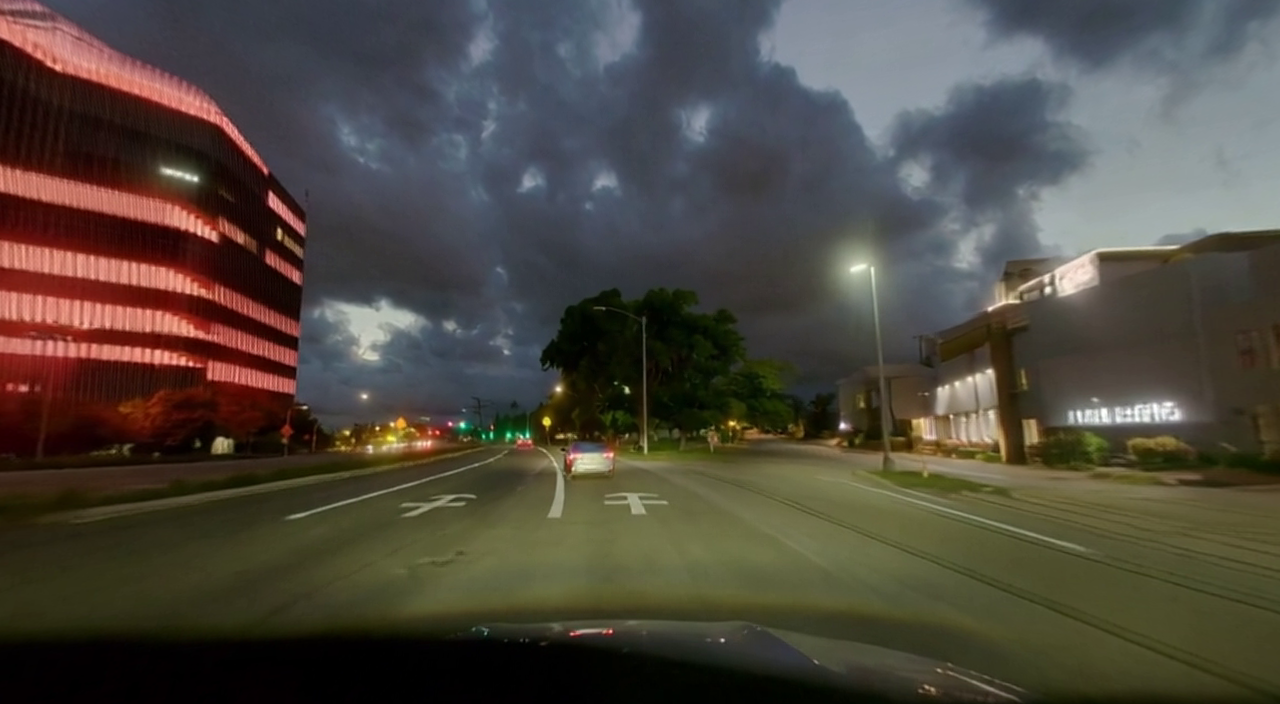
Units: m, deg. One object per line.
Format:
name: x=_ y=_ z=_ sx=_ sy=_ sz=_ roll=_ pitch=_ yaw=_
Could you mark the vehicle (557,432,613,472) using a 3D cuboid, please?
vehicle: x=-2.512 y=4.360 z=27.739 sx=2.231 sy=1.572 sz=4.227 roll=1 pitch=-8 yaw=-8
